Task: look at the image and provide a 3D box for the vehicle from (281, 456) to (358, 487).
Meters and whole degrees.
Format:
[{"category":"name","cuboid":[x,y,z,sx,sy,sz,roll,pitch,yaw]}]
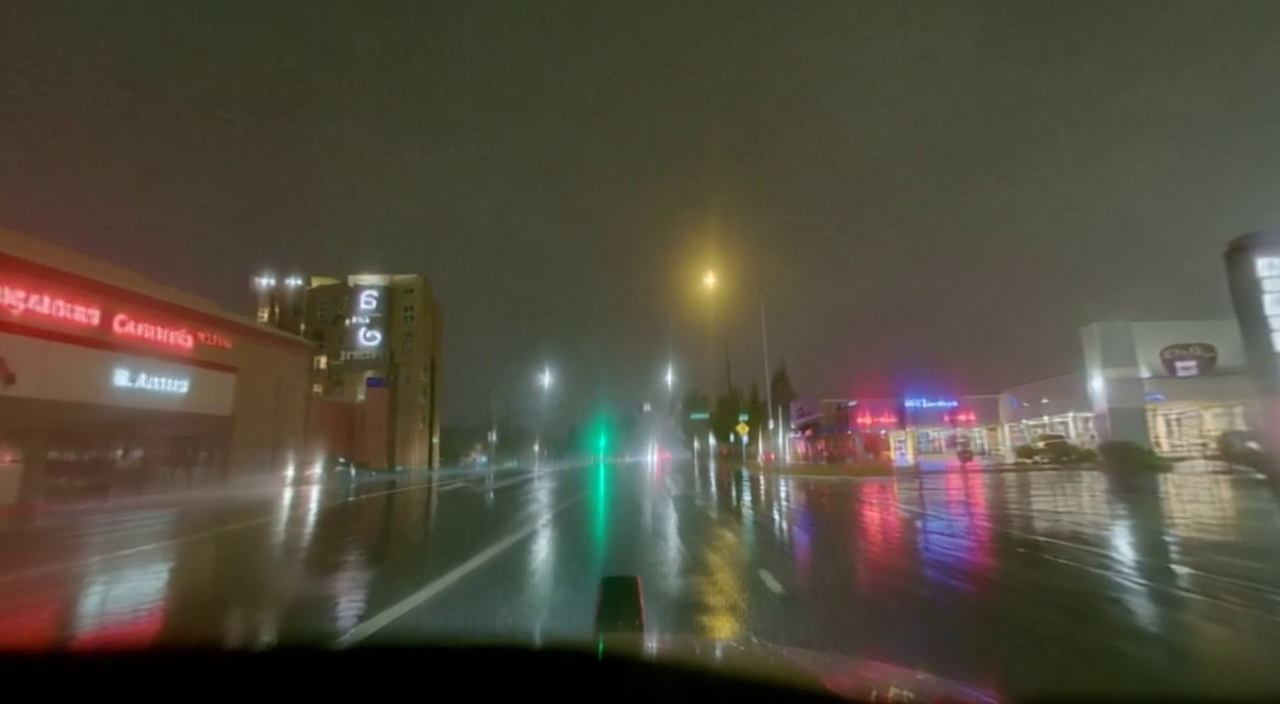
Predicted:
[{"category":"vehicle","cuboid":[-17.879,6.662,35.415,1.938,1.465,4.744,-2,-8,-1]}]
